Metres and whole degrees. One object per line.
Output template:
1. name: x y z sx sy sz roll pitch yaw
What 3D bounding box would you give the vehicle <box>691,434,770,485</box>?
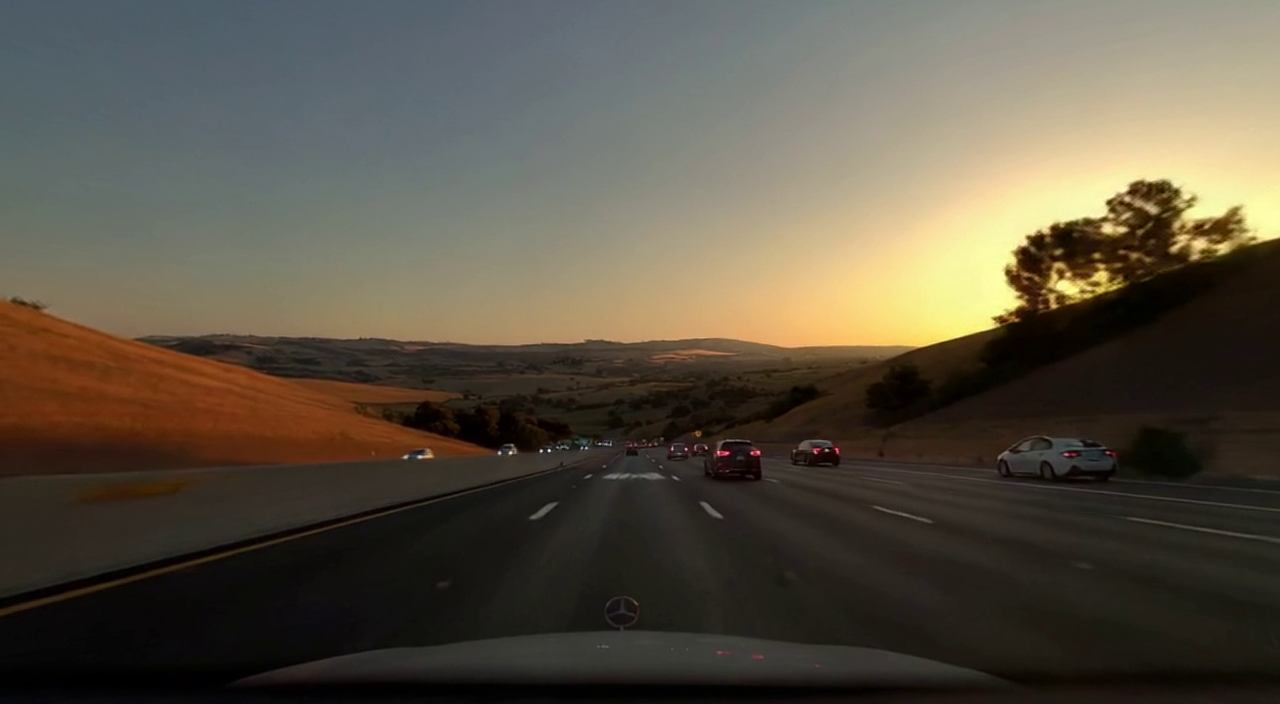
1. vehicle: 3.076 3.776 22.452 1.977 1.601 4.598 0 -9 -2

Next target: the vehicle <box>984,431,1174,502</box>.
1. vehicle: 10.902 2.849 16.147 1.844 1.560 4.085 0 -9 -1

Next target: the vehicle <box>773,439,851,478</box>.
1. vehicle: 7.027 4.400 26.341 1.952 1.442 4.259 0 -9 -2
